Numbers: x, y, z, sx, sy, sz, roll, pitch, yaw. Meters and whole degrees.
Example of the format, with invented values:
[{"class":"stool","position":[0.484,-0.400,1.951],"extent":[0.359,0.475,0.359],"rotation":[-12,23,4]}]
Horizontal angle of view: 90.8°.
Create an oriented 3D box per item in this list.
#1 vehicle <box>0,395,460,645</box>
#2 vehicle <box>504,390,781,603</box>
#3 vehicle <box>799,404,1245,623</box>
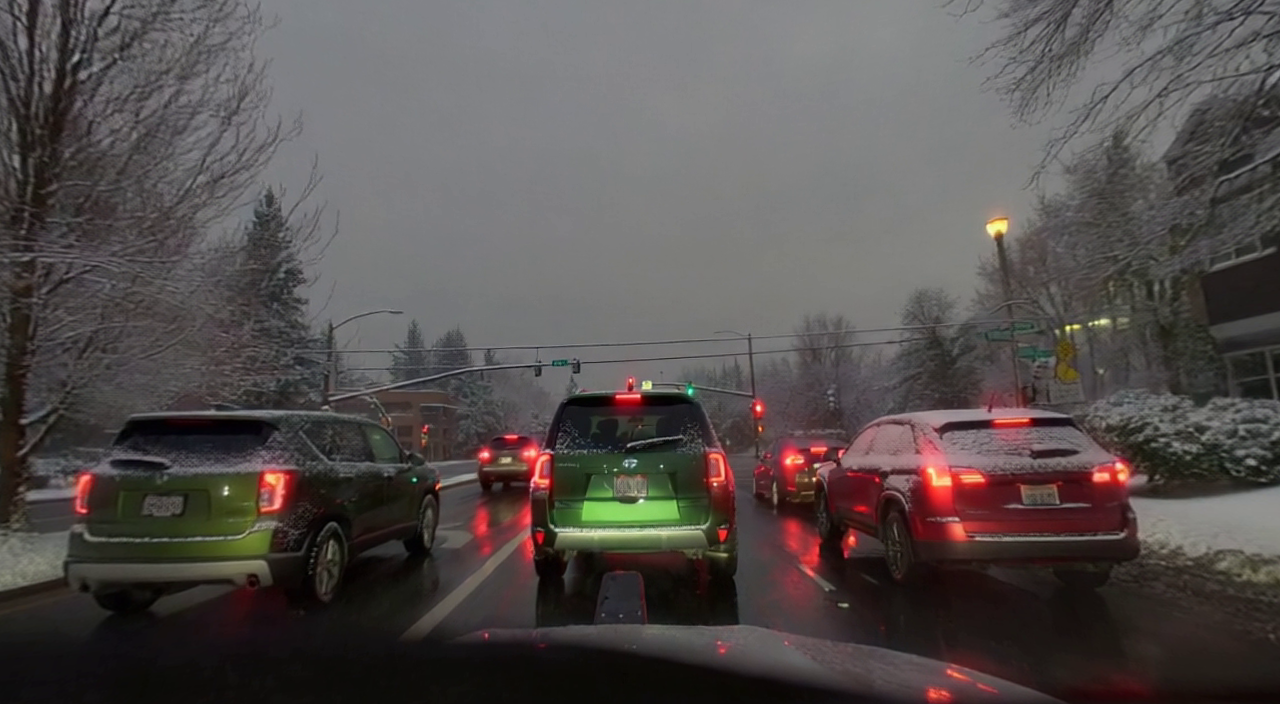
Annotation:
[{"class":"vehicle","position":[-3.364,1.410,6.275],"extent":[1.961,1.639,4.064],"rotation":[0,-9,0]},{"class":"vehicle","position":[0.001,1.486,7.253],"extent":[2.294,1.761,3.857],"rotation":[0,-9,-1]},{"class":"vehicle","position":[3.473,1.554,7.042],"extent":[2.202,1.657,4.298],"rotation":[0,-9,-1]}]
